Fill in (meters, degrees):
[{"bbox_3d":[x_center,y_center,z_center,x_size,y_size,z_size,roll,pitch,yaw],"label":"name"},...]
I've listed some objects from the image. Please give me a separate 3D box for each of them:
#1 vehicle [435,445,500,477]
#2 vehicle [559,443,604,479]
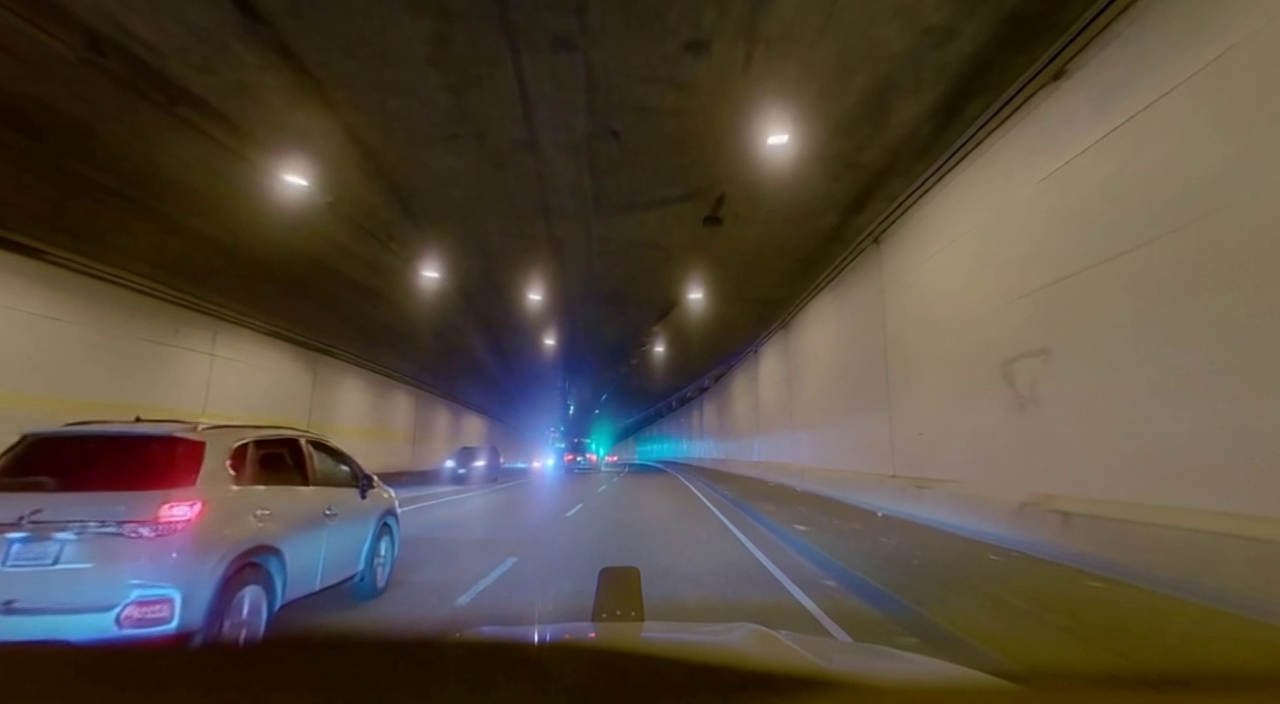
[{"bbox_3d":[-8.323,5.328,30.962,1.963,1.414,4.567,0,-9,-1],"label":"vehicle"},{"bbox_3d":[-3.015,5.760,33.542,1.961,1.725,4.315,0,-9,0],"label":"vehicle"}]
